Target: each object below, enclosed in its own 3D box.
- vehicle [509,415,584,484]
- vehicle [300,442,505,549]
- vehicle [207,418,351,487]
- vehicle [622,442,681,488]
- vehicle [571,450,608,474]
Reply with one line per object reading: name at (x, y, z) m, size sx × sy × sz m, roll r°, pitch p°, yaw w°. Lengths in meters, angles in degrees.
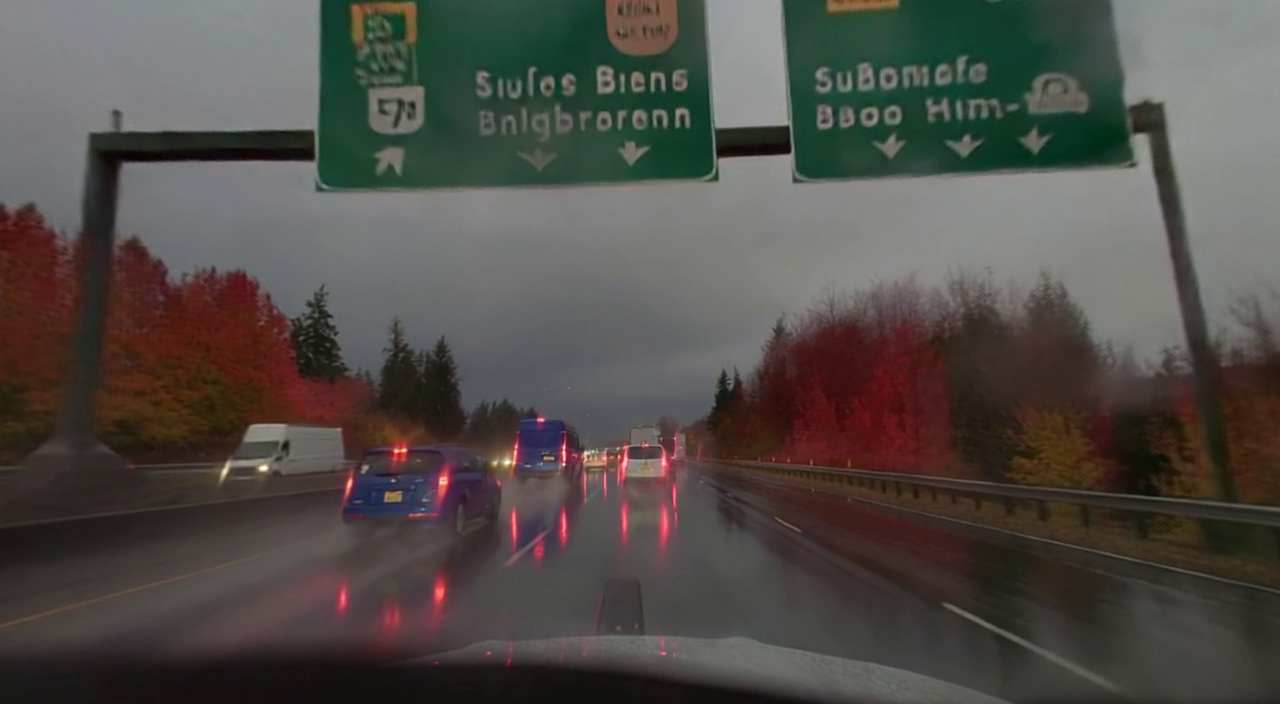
vehicle at (-3.944, 4.279, 27.580) m, size 2.275 × 2.692 × 5.810 m, roll 0°, pitch -9°, yaw 1°
vehicle at (-3.788, 2.335, 10.883) m, size 1.977 × 1.485 × 3.973 m, roll 0°, pitch -9°, yaw 0°
vehicle at (-21.863, 6.183, 38.870) m, size 2.958 × 3.709 × 9.339 m, roll -1°, pitch -9°, yaw 2°
vehicle at (0.434, 4.535, 25.447) m, size 2.195 × 1.679 × 4.070 m, roll 0°, pitch -9°, yaw 1°
vehicle at (-3.262, 7.222, 41.357) m, size 2.015 × 1.496 × 4.312 m, roll 0°, pitch -9°, yaw 1°
